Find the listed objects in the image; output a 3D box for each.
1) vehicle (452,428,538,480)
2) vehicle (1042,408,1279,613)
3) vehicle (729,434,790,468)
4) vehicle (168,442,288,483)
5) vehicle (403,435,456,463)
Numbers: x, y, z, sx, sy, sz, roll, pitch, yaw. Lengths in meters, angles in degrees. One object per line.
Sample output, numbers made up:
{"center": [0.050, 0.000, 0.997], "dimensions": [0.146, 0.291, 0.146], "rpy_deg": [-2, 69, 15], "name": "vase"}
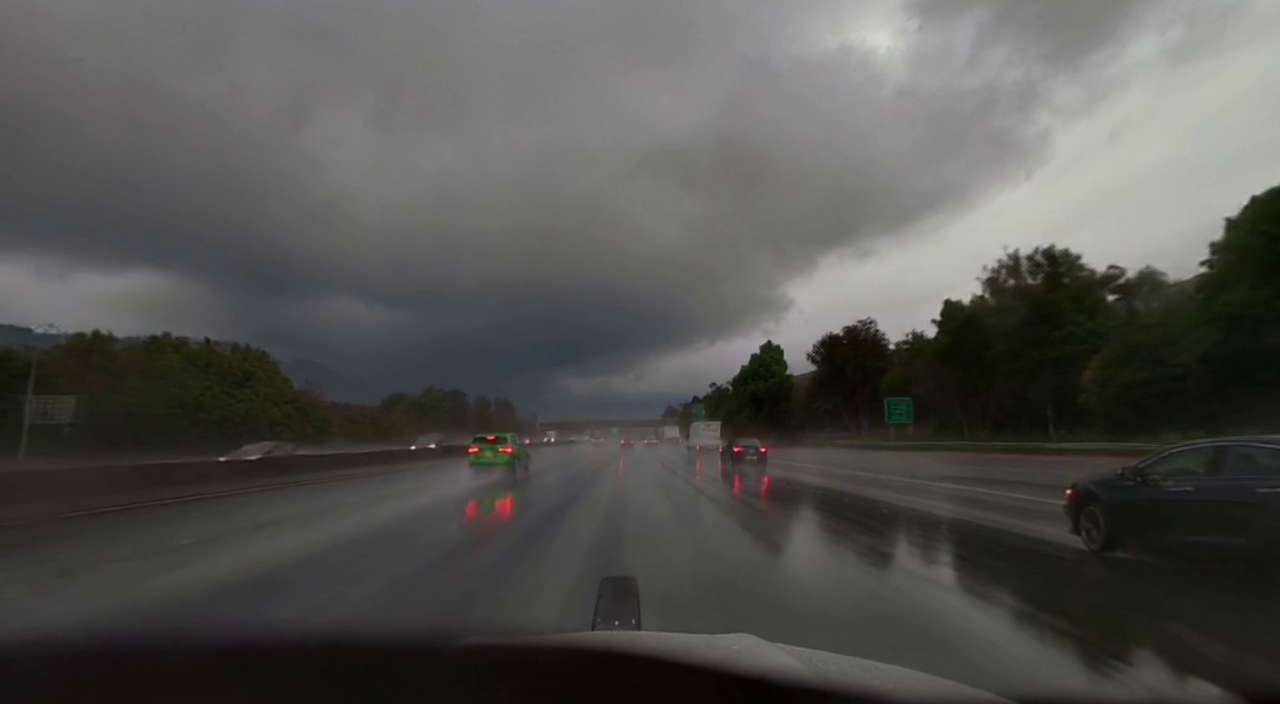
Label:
{"center": [-4.708, 3.347, 21.070], "dimensions": [1.966, 1.570, 3.859], "rpy_deg": [0, -8, 0], "name": "vehicle"}
{"center": [5.702, 1.231, 5.130], "dimensions": [2.028, 1.488, 4.236], "rpy_deg": [0, -8, 0], "name": "vehicle"}
{"center": [5.411, 4.508, 29.012], "dimensions": [1.920, 1.436, 3.890], "rpy_deg": [0, -8, -2], "name": "vehicle"}
{"center": [-16.565, 4.439, 25.687], "dimensions": [1.864, 1.436, 4.572], "rpy_deg": [0, -8, -1], "name": "vehicle"}
{"center": [-13.242, 6.078, 39.863], "dimensions": [1.902, 1.647, 4.241], "rpy_deg": [0, -8, -1], "name": "vehicle"}
